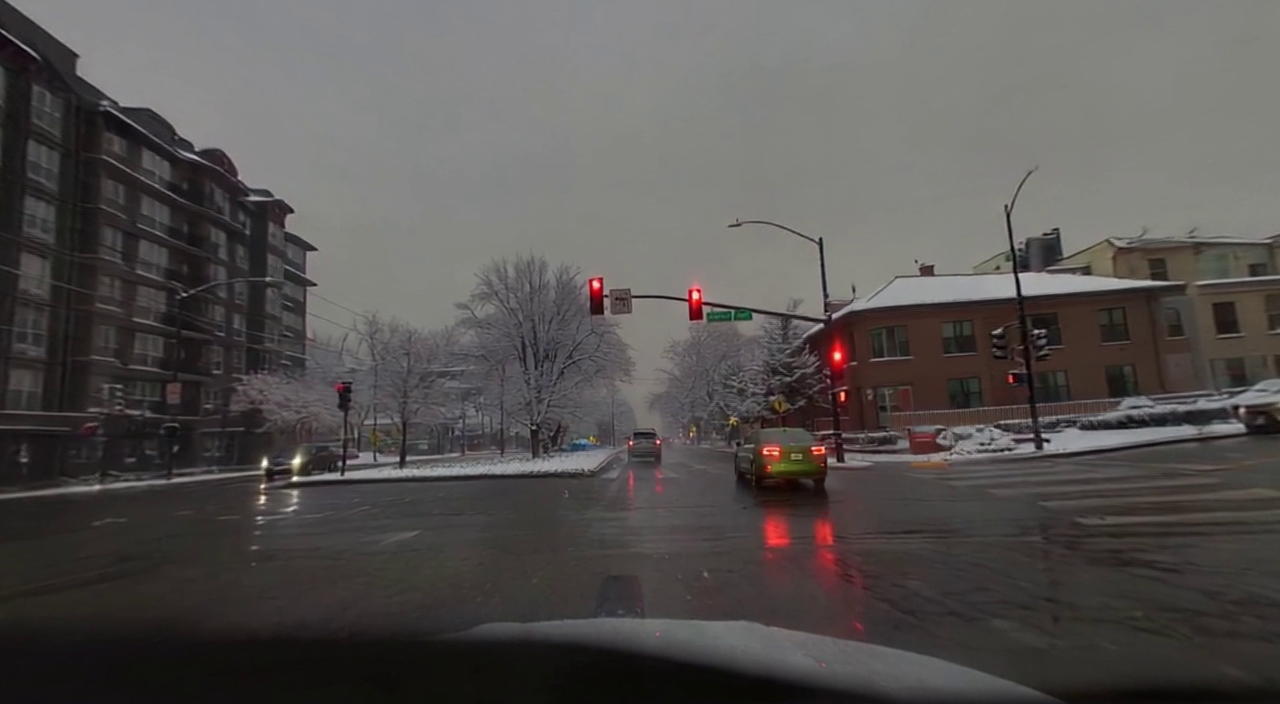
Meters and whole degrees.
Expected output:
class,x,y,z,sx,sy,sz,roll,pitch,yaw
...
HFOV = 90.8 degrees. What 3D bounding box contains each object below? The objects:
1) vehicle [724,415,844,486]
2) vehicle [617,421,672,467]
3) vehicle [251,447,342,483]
class,x,y,z,sx,sy,sz,roll,pitch,yaw
vehicle,3.476,2.510,16.210,1.987,1.538,4.510,0,-8,0
vehicle,0.199,3.926,26.954,2.168,1.776,4.135,0,-9,1
vehicle,-17.236,5.660,32.004,2.011,1.630,4.541,0,-8,1
